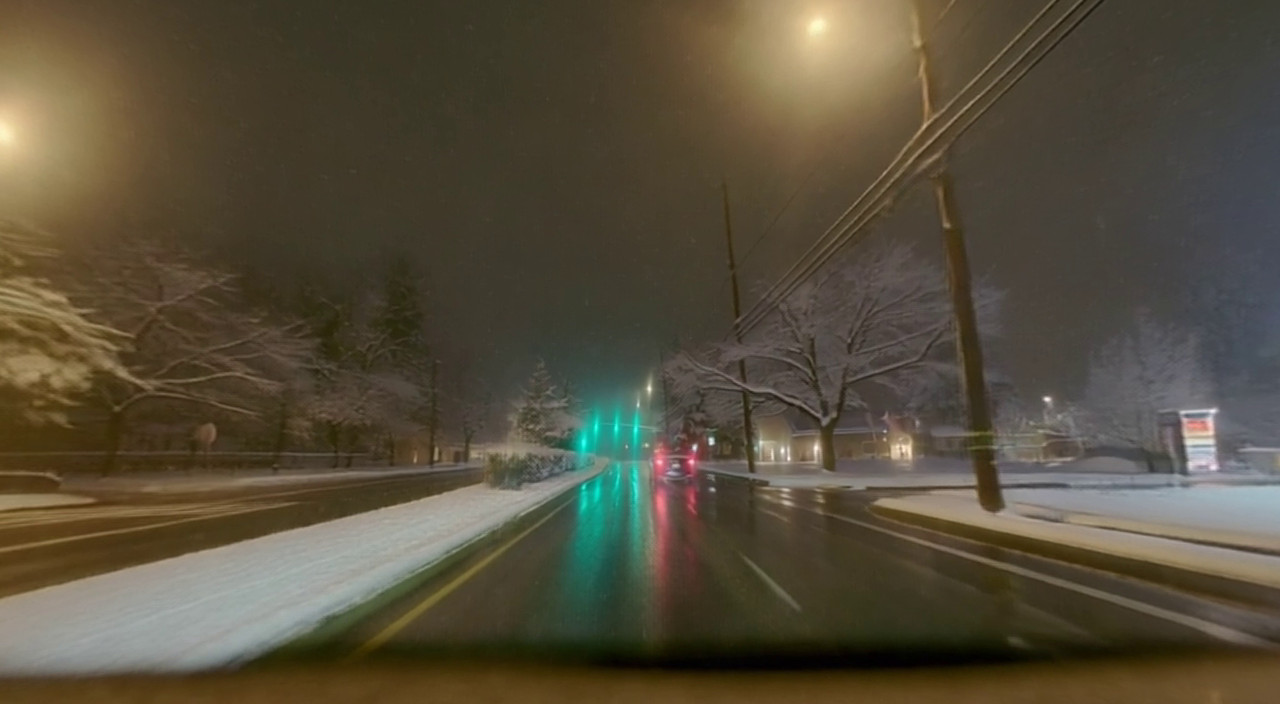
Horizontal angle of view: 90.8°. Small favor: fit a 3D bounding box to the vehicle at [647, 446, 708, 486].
[{"bbox_3d":[1.440,4.629,26.019,2.061,1.475,4.296,0,-8,-3],"label":"vehicle"}]
